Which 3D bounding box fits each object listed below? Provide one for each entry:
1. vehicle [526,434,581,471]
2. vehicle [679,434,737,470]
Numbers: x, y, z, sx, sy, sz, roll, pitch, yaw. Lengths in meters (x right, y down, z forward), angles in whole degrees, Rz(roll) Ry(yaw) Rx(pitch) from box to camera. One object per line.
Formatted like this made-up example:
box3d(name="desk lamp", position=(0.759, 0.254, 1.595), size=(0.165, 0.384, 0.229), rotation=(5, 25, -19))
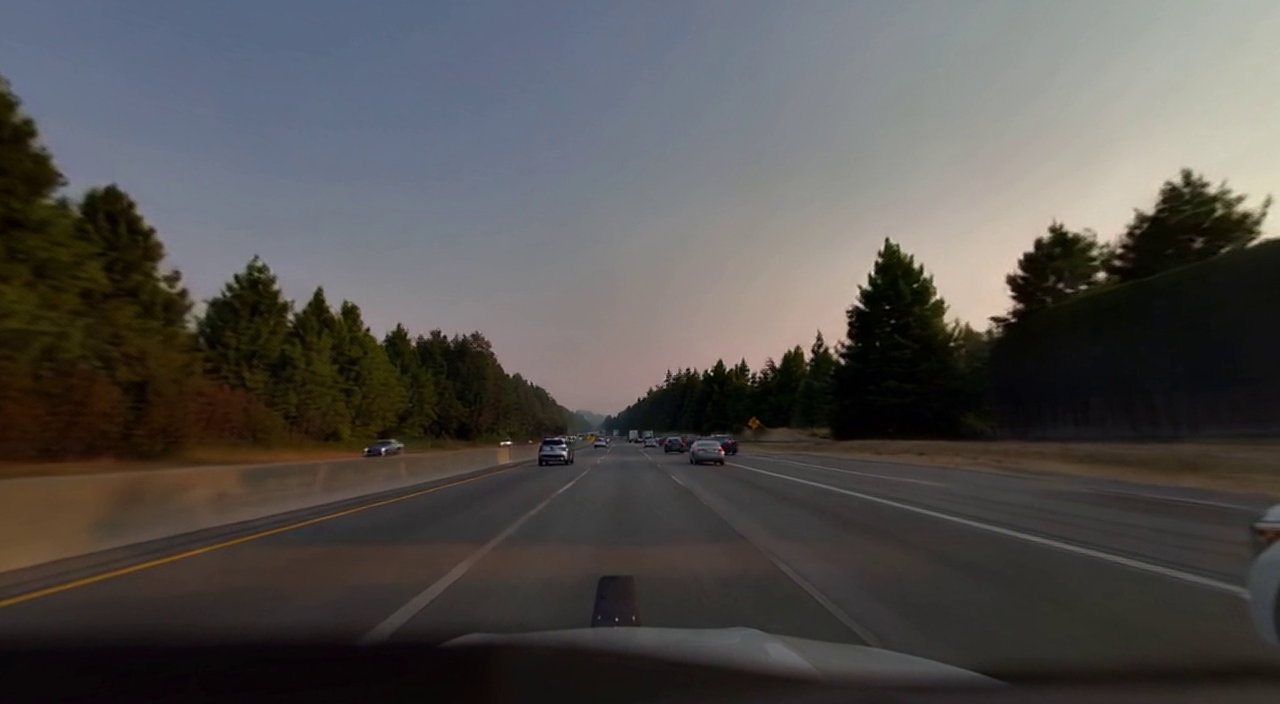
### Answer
box3d(name="vehicle", position=(-4.062, 4.746, 30.246), size=(2.011, 1.614, 4.808), rotation=(0, -8, -1))
box3d(name="vehicle", position=(2.951, 4.440, 28.166), size=(1.990, 1.480, 3.865), rotation=(0, -8, -2))
